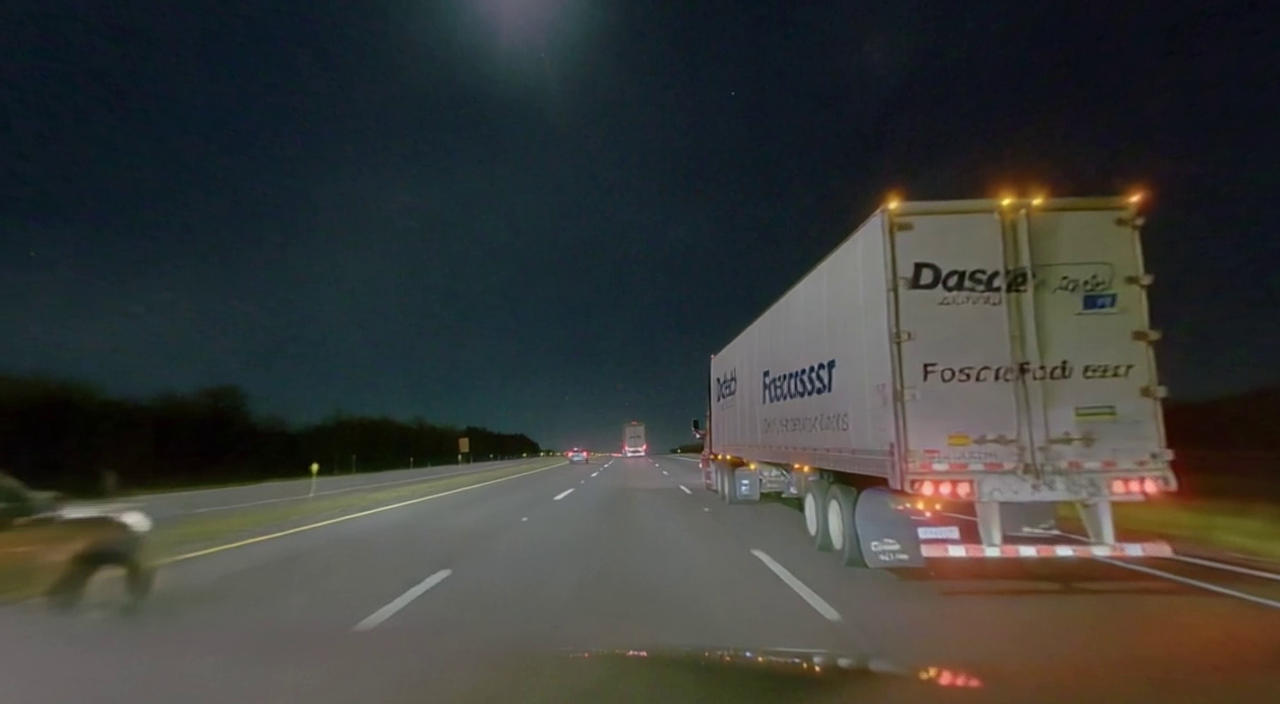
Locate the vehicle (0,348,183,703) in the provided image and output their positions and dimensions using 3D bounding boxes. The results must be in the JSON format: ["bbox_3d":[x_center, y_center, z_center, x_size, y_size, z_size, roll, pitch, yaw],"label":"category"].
[{"bbox_3d":[-3.795,0.667,1.492,2.160,1.691,4.243,0,-9,0],"label":"vehicle"}]

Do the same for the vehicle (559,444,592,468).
[{"bbox_3d":[-4.752,7.669,46.463,2.099,1.651,4.397,0,-9,-1],"label":"vehicle"}]
